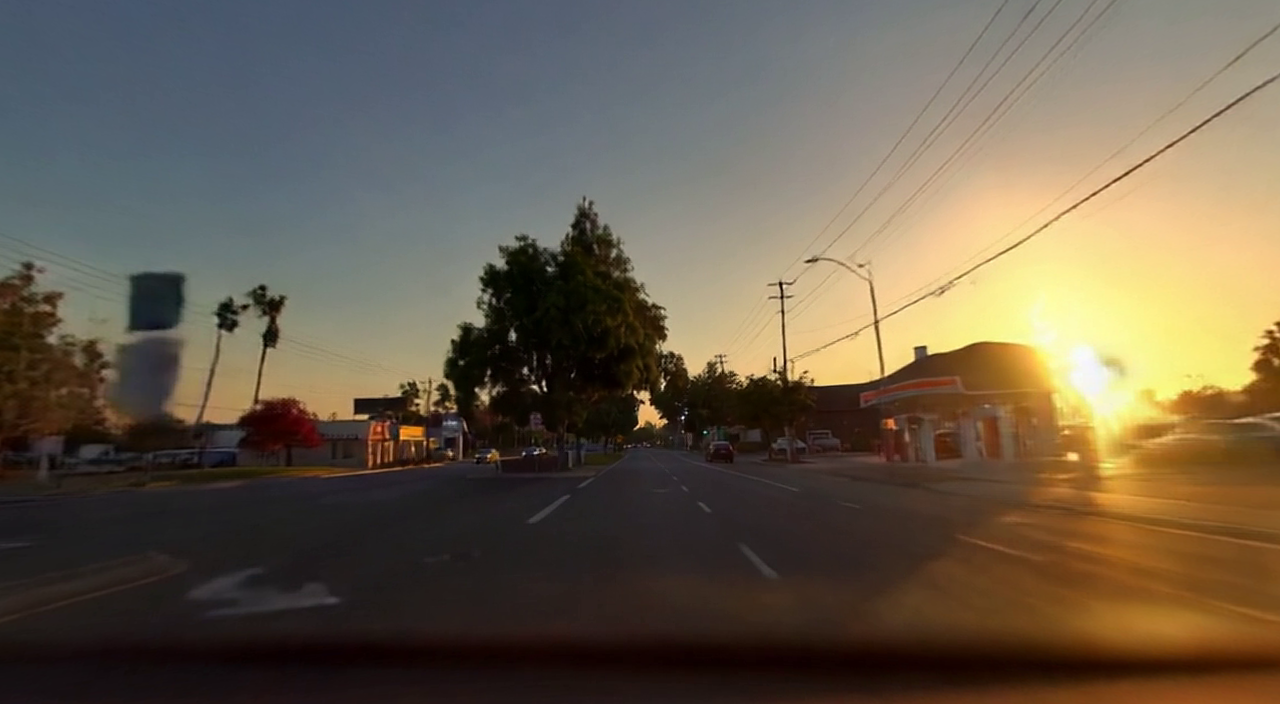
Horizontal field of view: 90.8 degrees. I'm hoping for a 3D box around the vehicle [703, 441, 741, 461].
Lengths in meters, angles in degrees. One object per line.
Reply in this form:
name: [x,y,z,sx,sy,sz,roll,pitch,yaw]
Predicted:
vehicle: [6.407,7.825,49.943,2.261,1.479,4.403,0,-9,-2]
